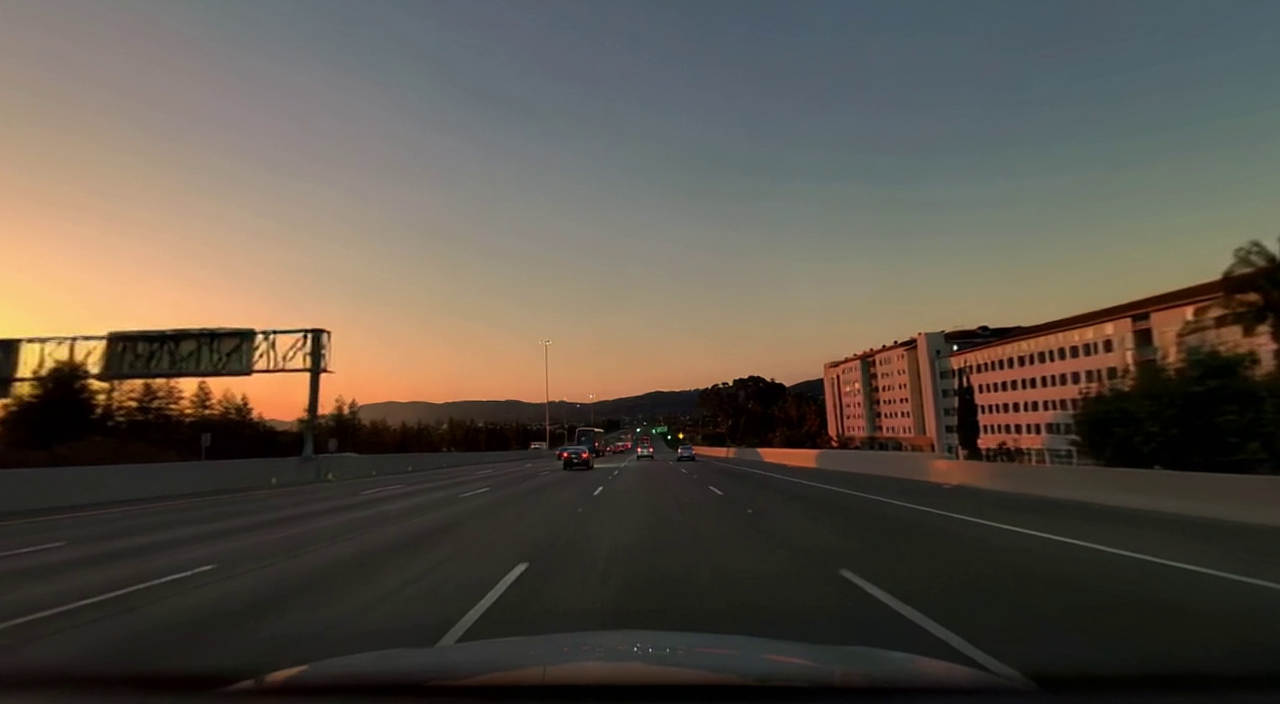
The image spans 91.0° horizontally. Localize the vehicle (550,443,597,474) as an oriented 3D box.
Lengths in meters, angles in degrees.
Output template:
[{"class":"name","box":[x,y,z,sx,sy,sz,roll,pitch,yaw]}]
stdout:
[{"class":"vehicle","box":[-3.686,6.022,35.721,2.195,1.630,4.336,0,-9,0]}]
